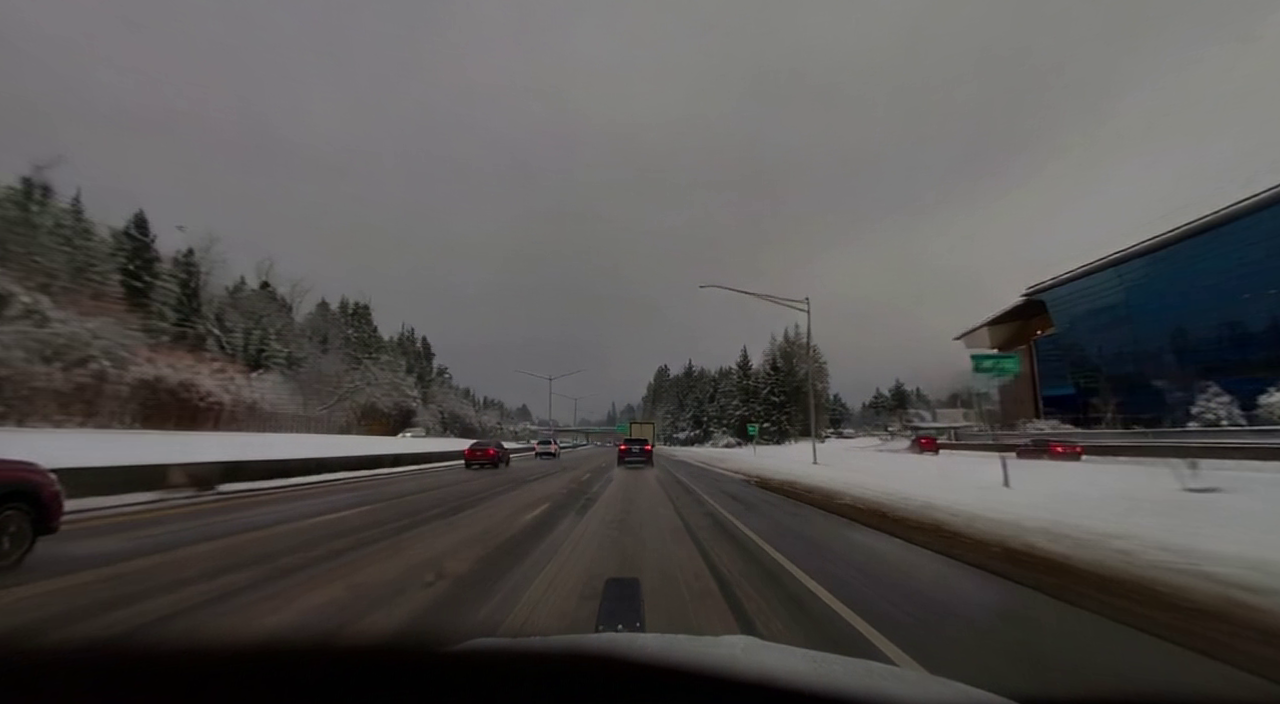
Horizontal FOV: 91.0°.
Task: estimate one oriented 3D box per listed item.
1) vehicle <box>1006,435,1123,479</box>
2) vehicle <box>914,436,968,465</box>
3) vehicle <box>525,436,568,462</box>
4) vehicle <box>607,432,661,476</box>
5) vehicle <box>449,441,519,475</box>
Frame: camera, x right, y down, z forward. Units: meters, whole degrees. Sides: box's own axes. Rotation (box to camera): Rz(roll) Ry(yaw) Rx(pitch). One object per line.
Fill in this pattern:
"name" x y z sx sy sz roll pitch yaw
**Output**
"vehicle" 17.683 4.383 26.567 2.019 1.657 4.582 -1 -9 5
"vehicle" 20.327 6.651 42.760 2.242 1.835 4.667 -2 -9 12
"vehicle" -7.192 7.609 49.340 2.328 1.927 5.880 0 -9 1
"vehicle" -0.241 4.651 28.916 2.245 1.863 4.801 0 -9 0
"vehicle" -7.314 5.004 30.019 2.074 1.495 4.643 0 -9 1
